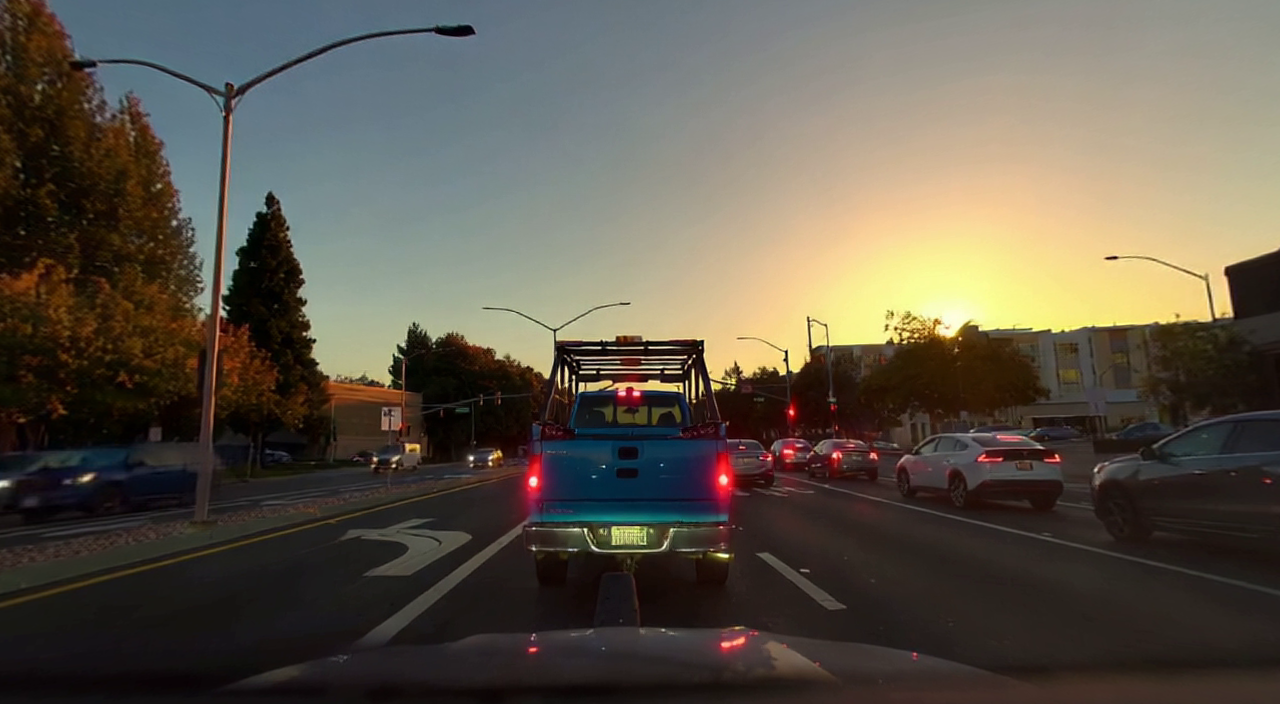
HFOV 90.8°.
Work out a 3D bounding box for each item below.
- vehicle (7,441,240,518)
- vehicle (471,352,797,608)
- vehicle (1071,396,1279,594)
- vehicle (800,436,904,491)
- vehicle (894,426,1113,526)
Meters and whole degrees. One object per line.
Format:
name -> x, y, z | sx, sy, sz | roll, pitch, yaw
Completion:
vehicle -> -12.359, 3.039, 15.639 | 1.928, 1.591, 4.509 | 0, -9, 0
vehicle -> -0.099, 1.475, 8.164 | 2.682, 2.117, 5.706 | 0, -9, -1
vehicle -> 6.807, 1.358, 6.132 | 2.023, 1.771, 4.488 | 0, -9, 0
vehicle -> 7.063, 3.743, 21.592 | 1.953, 1.665, 4.327 | 0, -9, -2
vehicle -> 7.070, 2.440, 12.962 | 1.931, 1.692, 4.267 | 0, -9, 0
